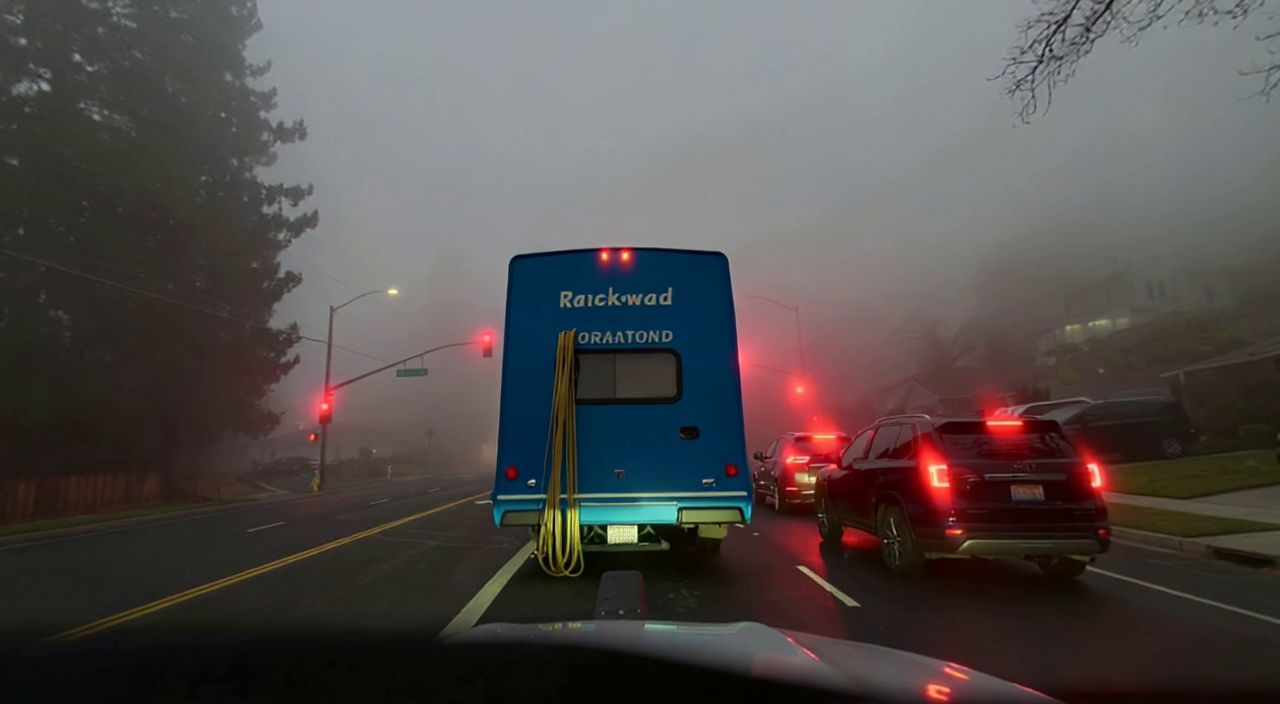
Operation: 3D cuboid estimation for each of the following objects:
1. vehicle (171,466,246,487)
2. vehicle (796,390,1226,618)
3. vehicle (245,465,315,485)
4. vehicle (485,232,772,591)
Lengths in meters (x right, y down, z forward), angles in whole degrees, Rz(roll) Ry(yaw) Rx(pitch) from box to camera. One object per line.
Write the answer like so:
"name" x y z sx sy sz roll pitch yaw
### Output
"vehicle" -32.714 9.399 47.949 4.311 1.458 1.707 0 -9 -3
"vehicle" 3.407 1.493 7.130 2.104 1.735 4.408 0 -9 0
"vehicle" -27.412 9.348 48.142 4.187 1.445 1.809 0 -9 0
"vehicle" -0.117 1.122 10.279 2.709 3.511 8.213 0 -9 0
